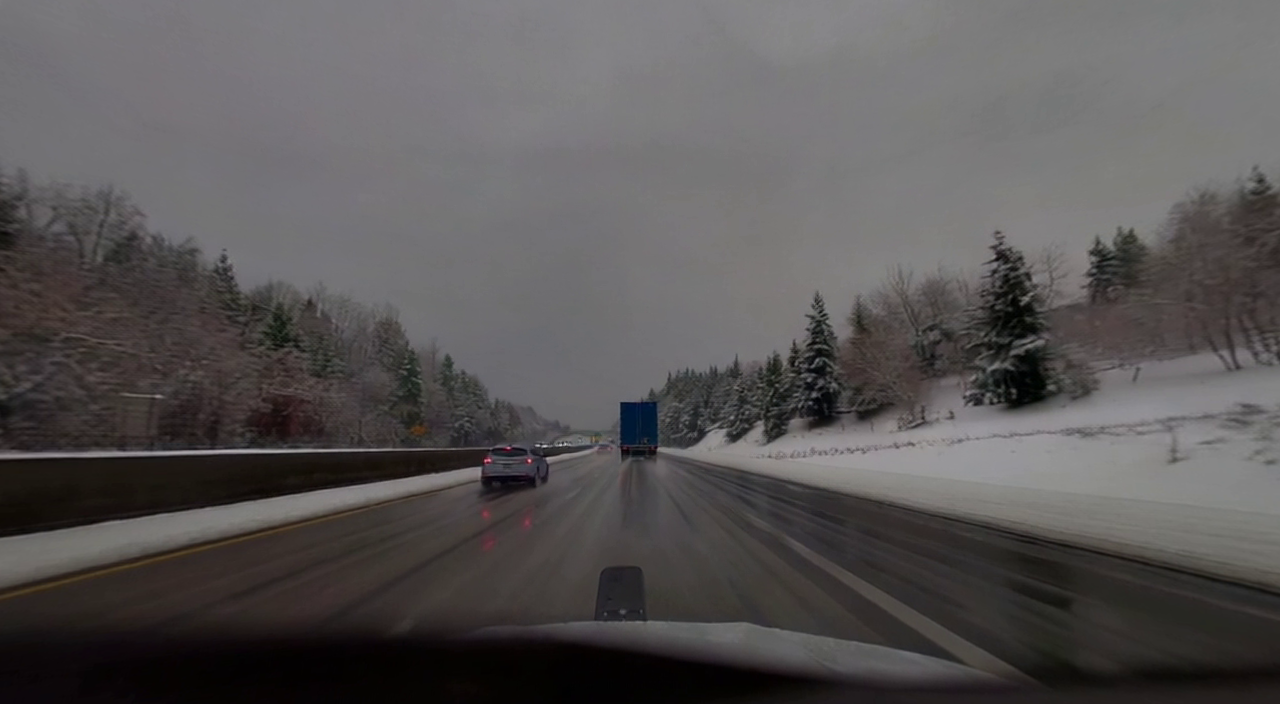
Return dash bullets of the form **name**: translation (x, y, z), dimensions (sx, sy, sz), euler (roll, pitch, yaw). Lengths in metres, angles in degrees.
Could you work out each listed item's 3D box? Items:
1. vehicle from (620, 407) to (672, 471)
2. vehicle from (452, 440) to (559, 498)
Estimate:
- **vehicle**: translation (0.210, 5.705, 40.680), dimensions (2.893, 3.628, 9.081), euler (0, -9, -2)
- **vehicle**: translation (-3.907, 3.501, 19.334), dimensions (2.114, 1.523, 5.110), euler (0, -9, 0)
